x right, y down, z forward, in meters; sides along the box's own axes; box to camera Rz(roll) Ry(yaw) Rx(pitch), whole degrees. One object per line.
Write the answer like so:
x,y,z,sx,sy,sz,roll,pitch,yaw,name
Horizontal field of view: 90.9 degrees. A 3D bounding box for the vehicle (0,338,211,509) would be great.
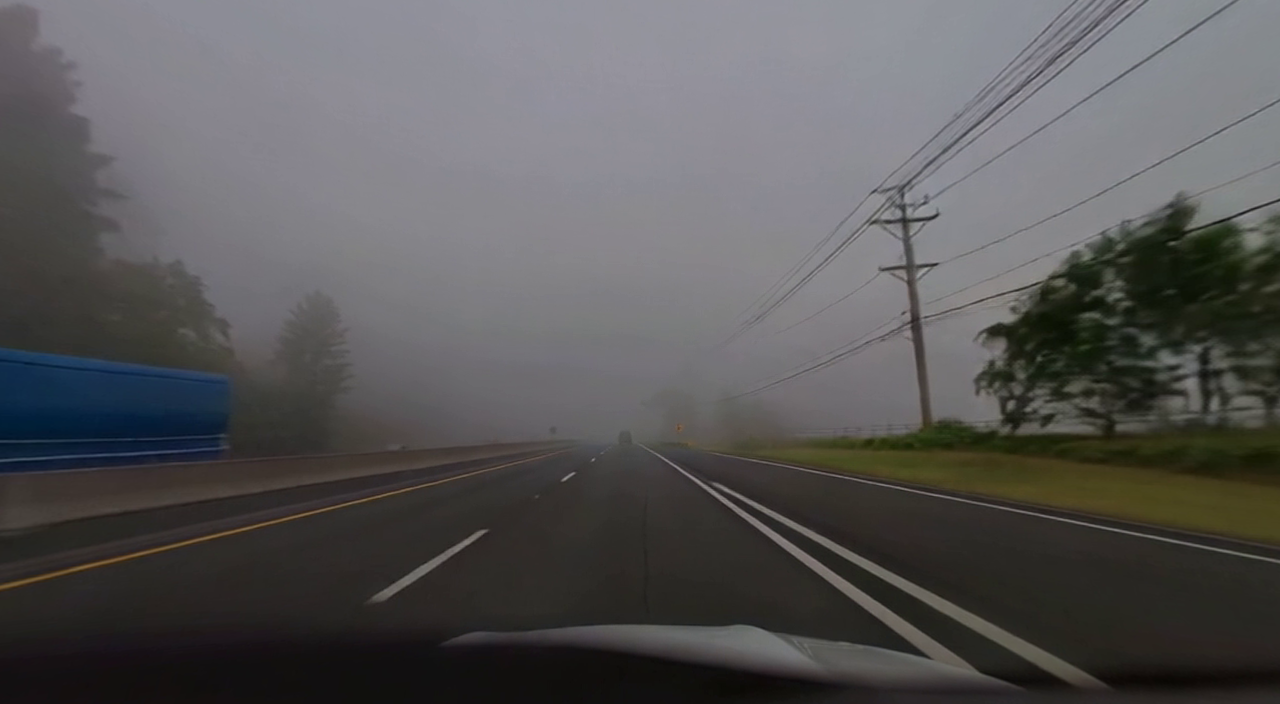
-17.368,1.941,16.601,2.873,4.208,13.588,-1,-8,-1,vehicle
